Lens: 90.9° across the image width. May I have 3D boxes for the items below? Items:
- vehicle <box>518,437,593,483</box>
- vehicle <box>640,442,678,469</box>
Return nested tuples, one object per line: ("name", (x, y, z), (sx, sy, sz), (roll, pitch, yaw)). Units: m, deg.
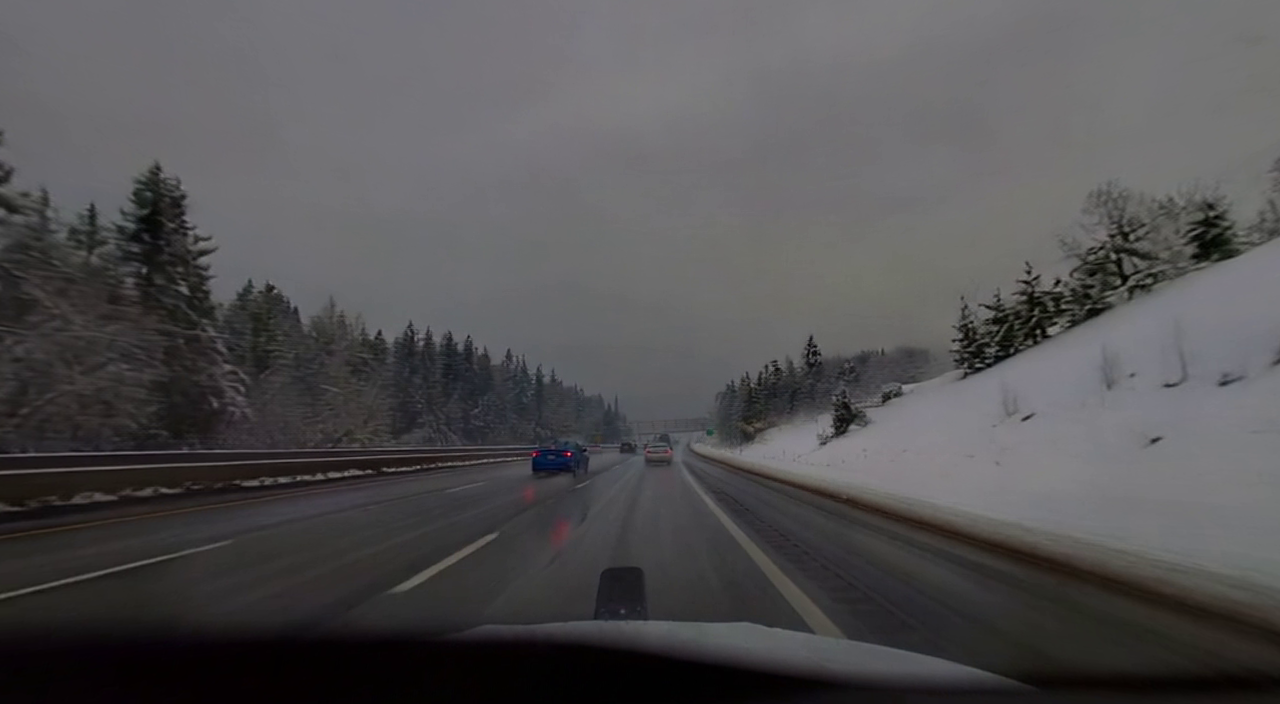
("vehicle", (-3.007, 3.972, 23.553), (2.024, 1.531, 4.431), (0, -8, 2))
("vehicle", (1.160, 5.935, 36.430), (2.113, 1.464, 4.073), (0, -8, 3))
